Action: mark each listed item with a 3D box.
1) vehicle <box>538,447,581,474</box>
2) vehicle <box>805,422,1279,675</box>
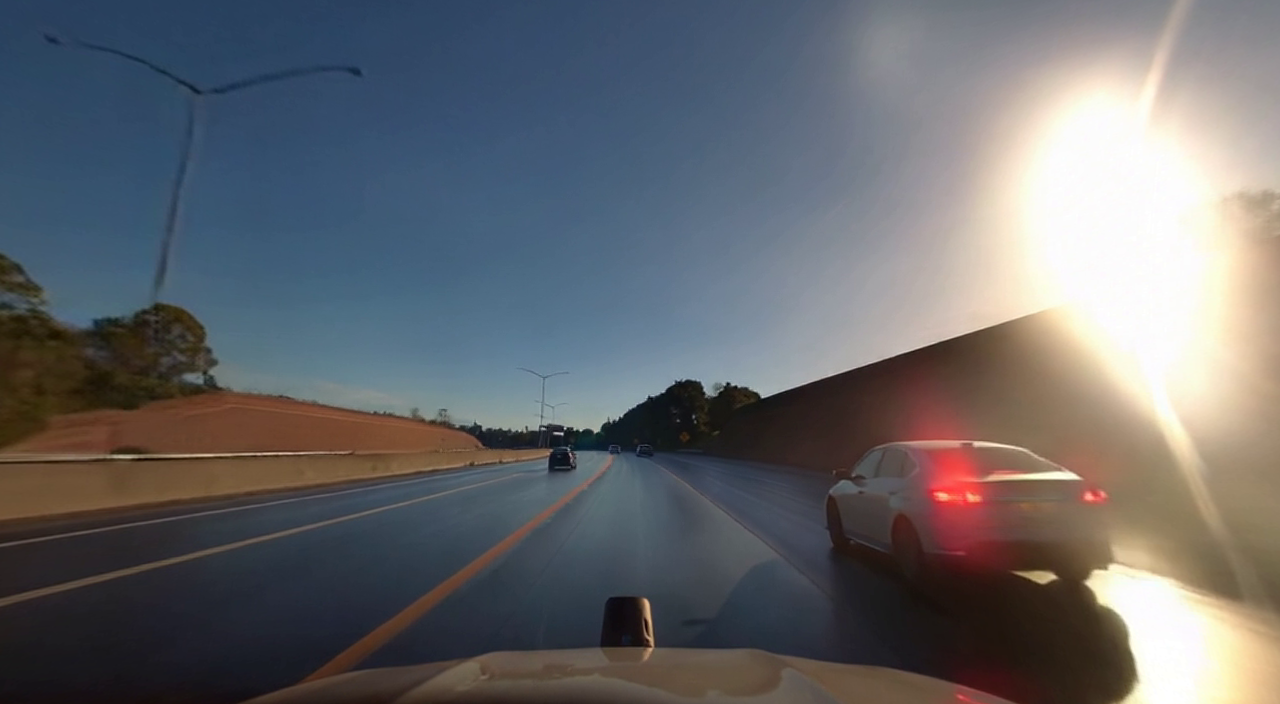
[{"bbox_3d":[-4.723,6.377,37.419,2.014,1.481,4.156,0,-8,0],"label":"vehicle"},{"bbox_3d":[3.297,1.533,6.215,2.030,1.490,4.737,0,-8,0],"label":"vehicle"}]
